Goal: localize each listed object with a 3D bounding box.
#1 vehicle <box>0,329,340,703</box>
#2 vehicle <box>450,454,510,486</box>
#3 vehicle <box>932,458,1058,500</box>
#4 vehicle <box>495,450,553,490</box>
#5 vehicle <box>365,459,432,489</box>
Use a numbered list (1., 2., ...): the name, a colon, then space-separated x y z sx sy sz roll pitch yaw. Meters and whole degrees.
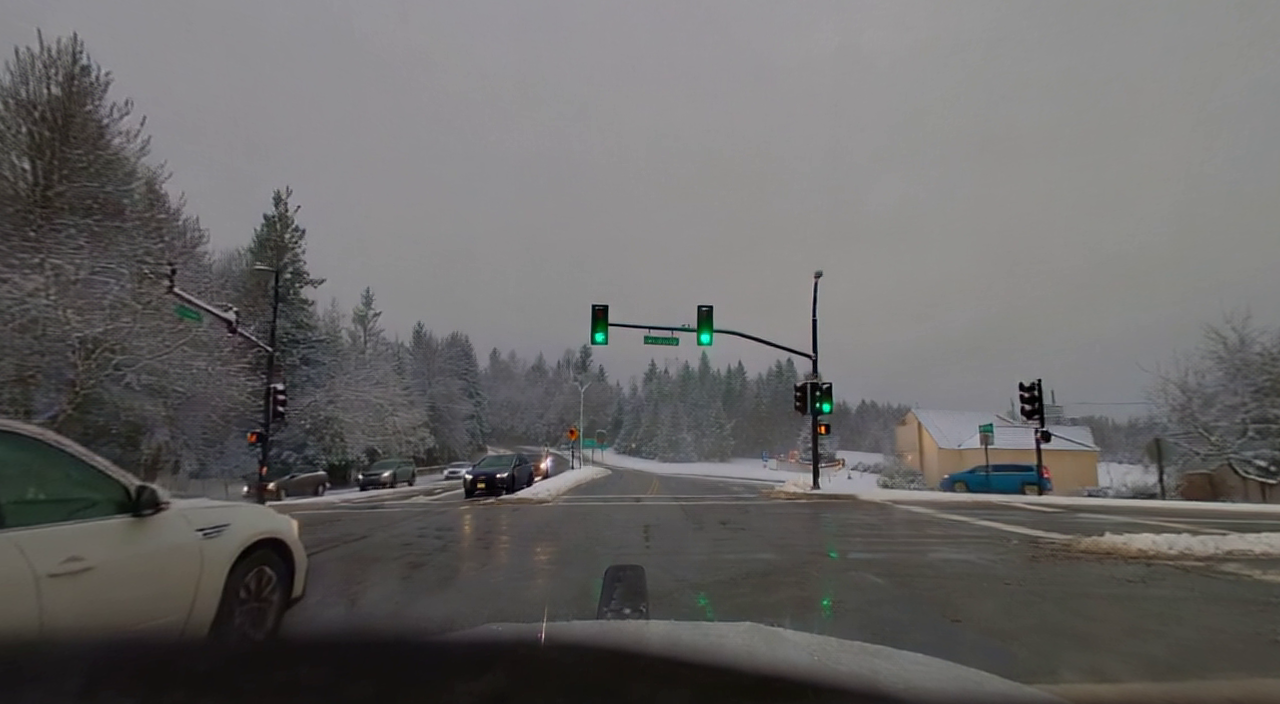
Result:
1. vehicle: -3.498 0.841 2.568 2.242 1.761 4.505 0 -8 1
2. vehicle: -8.043 5.973 32.076 1.960 1.433 4.213 0 -8 0
3. vehicle: 15.543 5.562 27.843 4.571 1.621 2.113 -5 -10 27
4. vehicle: -4.774 4.887 26.519 2.107 1.456 4.728 1 -9 -7
5. vehicle: -17.240 8.724 45.242 2.111 1.925 4.507 -3 -9 16
